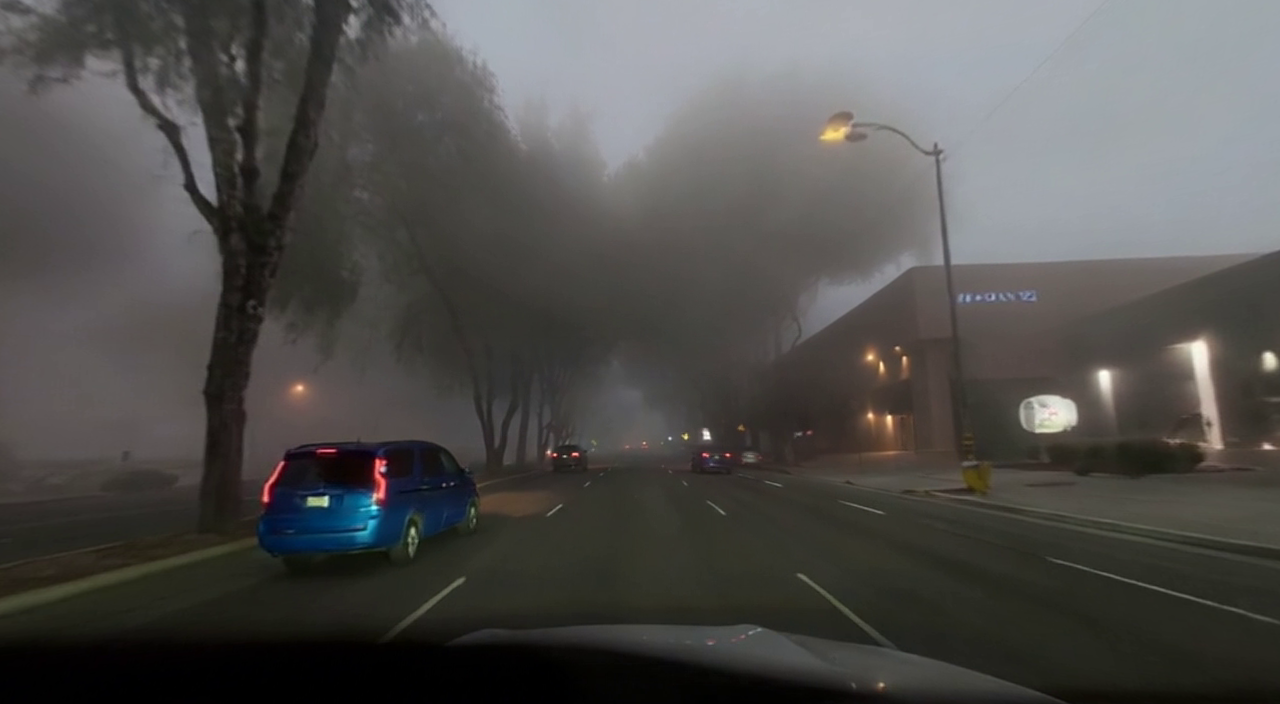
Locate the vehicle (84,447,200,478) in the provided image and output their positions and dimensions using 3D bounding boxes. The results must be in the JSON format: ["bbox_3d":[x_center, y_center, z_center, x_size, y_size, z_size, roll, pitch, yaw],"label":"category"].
[{"bbox_3d":[-29.488,6.524,37.523,4.987,1.709,2.267,-1,-9,2],"label":"vehicle"}]

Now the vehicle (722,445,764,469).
[{"bbox_3d":[6.621,6.798,41.049,1.896,1.479,4.416,0,-9,-2],"label":"vehicle"}]

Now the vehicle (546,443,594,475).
[{"bbox_3d":[-3.869,6.005,35.680,2.145,1.694,4.642,0,-8,1],"label":"vehicle"}]

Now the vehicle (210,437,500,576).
[{"bbox_3d":[-3.540,1.991,9.012,2.060,1.466,4.387,0,-9,0],"label":"vehicle"}]

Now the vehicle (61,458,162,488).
[{"bbox_3d":[-29.105,6.664,34.872,3.907,1.533,1.829,0,-9,-1],"label":"vehicle"}]

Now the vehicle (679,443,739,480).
[{"bbox_3d":[2.929,4.762,27.744,1.961,1.482,4.538,0,-9,-2],"label":"vehicle"}]
